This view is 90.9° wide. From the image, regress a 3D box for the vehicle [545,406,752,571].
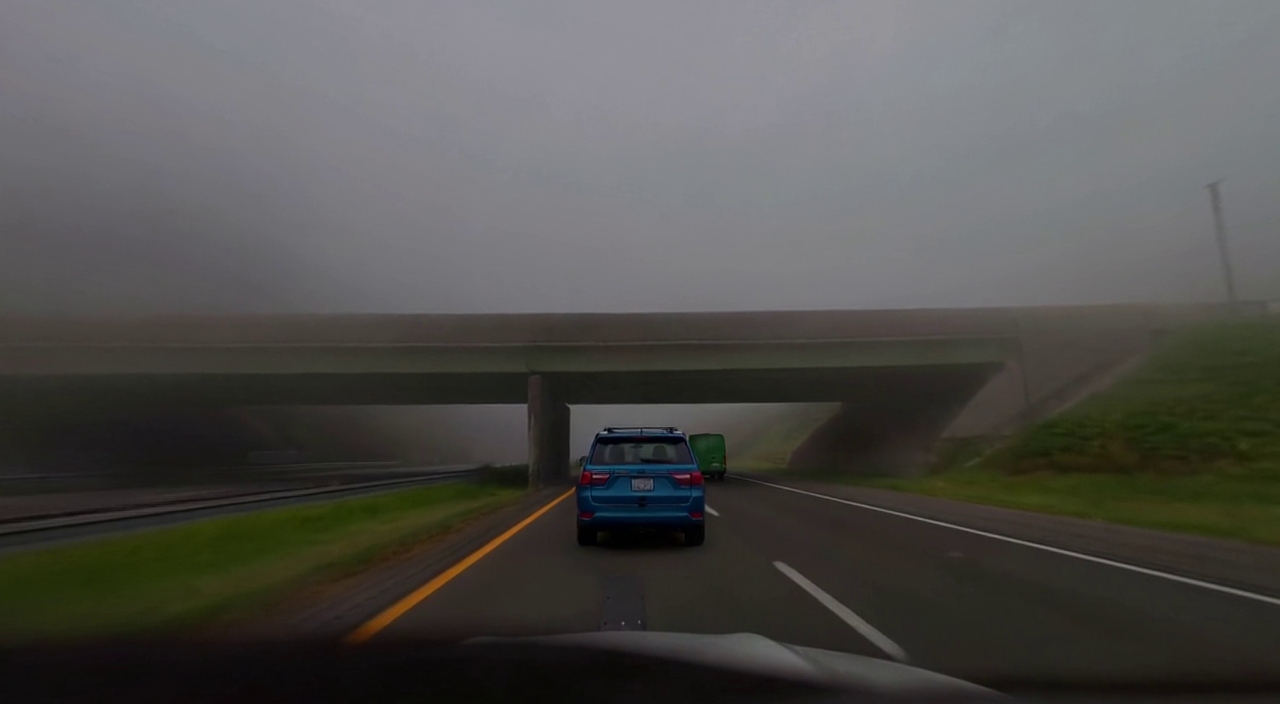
[{"bbox_3d":[0.091,1.834,9.117,2.288,1.823,4.059,0,-9,0],"label":"vehicle"}]
